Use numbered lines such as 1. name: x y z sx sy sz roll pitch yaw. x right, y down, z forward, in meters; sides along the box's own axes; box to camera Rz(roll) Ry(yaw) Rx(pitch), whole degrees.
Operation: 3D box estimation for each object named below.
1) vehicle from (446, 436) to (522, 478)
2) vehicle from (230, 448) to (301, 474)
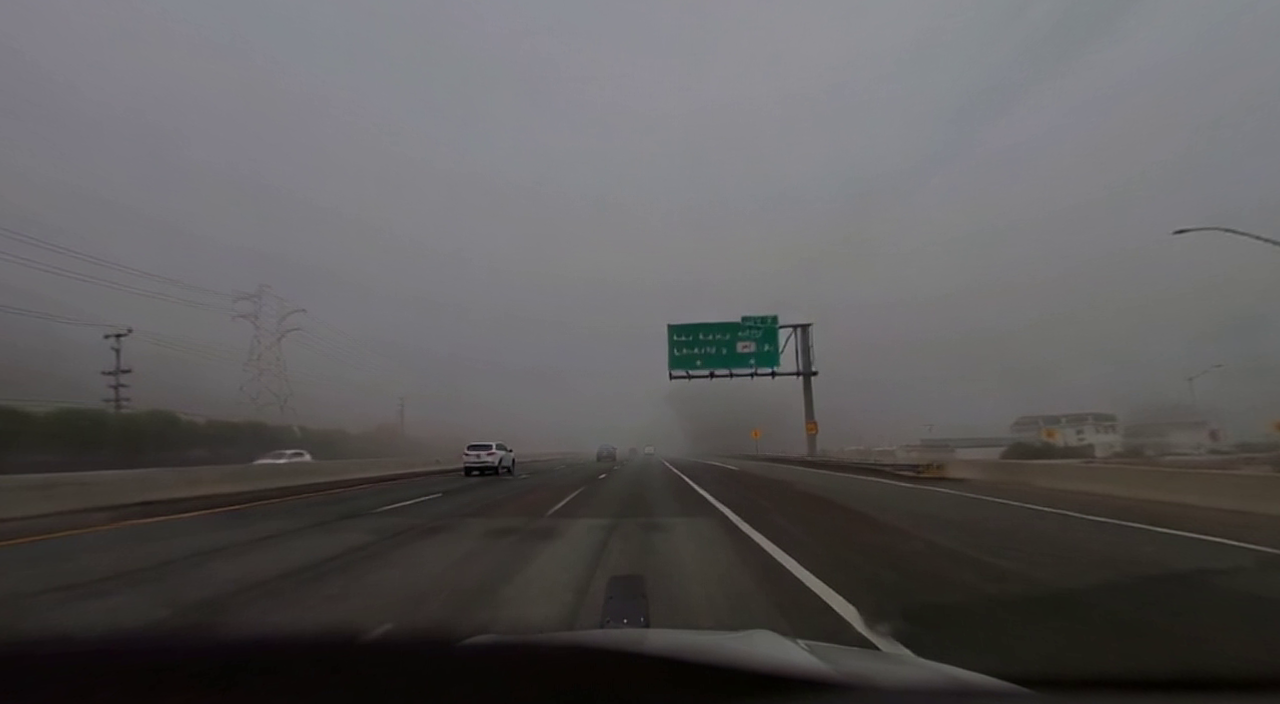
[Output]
1. vehicle: -7.009 4.759 28.898 2.118 1.696 4.836 -1 -8 2
2. vehicle: -25.209 7.351 42.632 1.869 1.569 4.717 0 -8 0
